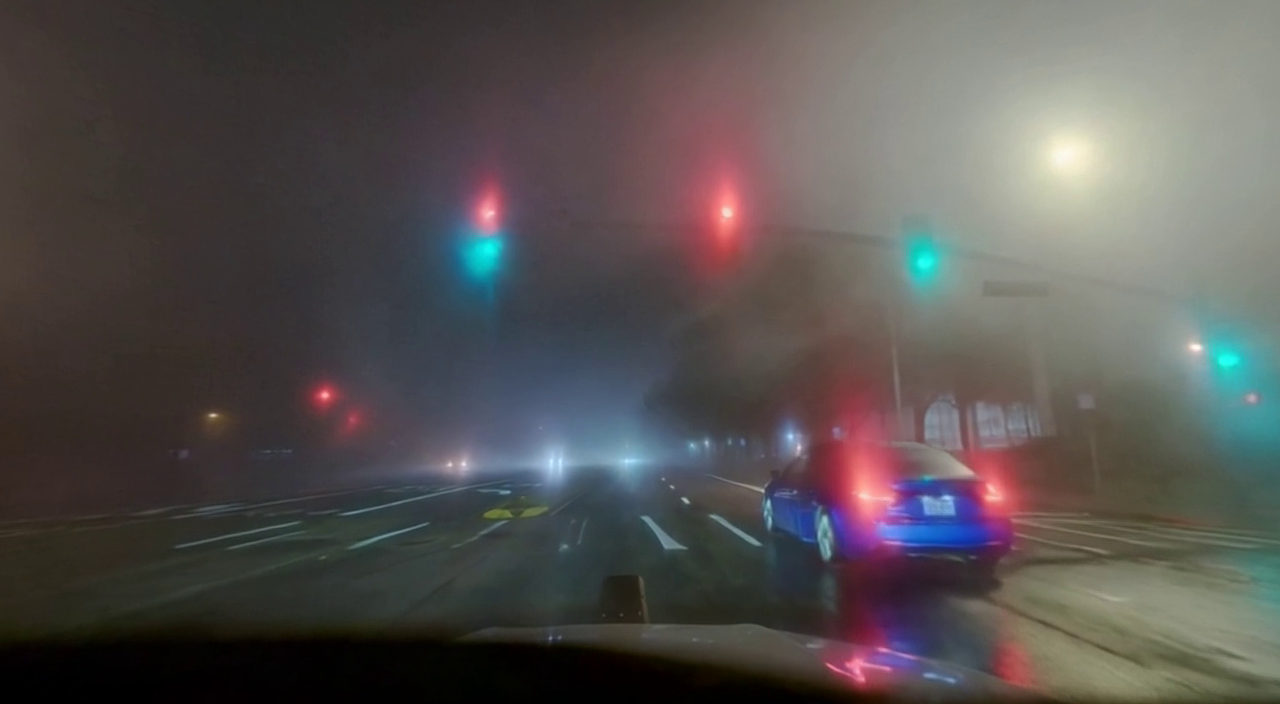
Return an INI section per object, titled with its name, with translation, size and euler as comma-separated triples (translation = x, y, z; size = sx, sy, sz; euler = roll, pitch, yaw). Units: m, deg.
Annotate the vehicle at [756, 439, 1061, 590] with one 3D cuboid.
[vehicle]
translation = 3.084, 1.948, 8.592
size = 2.015, 1.455, 4.615
euler = 0, -9, -1
